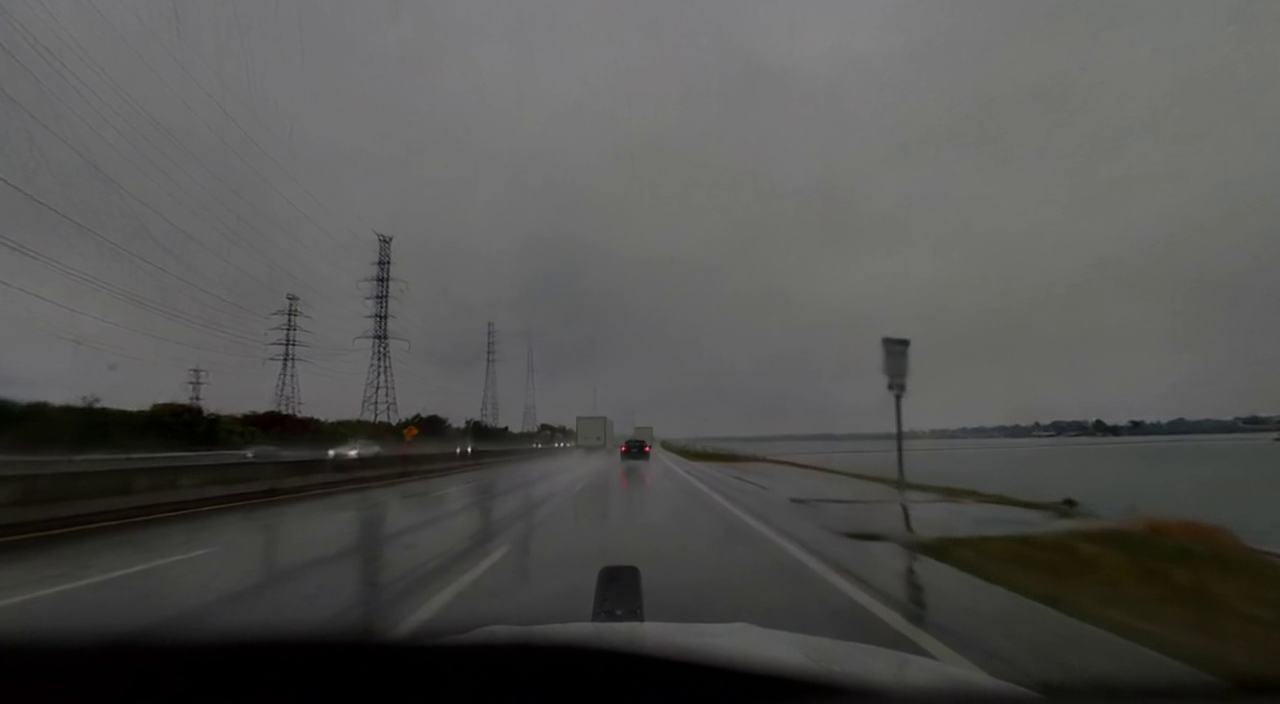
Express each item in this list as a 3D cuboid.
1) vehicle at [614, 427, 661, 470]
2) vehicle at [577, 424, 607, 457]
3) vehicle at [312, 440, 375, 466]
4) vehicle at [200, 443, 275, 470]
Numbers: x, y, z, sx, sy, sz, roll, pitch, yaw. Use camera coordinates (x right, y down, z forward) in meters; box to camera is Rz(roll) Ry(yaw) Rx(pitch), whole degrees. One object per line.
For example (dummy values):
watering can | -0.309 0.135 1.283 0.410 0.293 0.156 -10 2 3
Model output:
vehicle | -0.141 5.250 34.372 2.358 2.144 4.713 0 -8 0
vehicle | -3.739 6.940 49.656 2.178 2.522 2.054 0 -8 1
vehicle | -18.959 6.471 40.637 1.934 1.600 4.508 0 -8 -1
vehicle | -23.198 6.031 36.584 1.750 1.453 3.998 0 -8 -2
